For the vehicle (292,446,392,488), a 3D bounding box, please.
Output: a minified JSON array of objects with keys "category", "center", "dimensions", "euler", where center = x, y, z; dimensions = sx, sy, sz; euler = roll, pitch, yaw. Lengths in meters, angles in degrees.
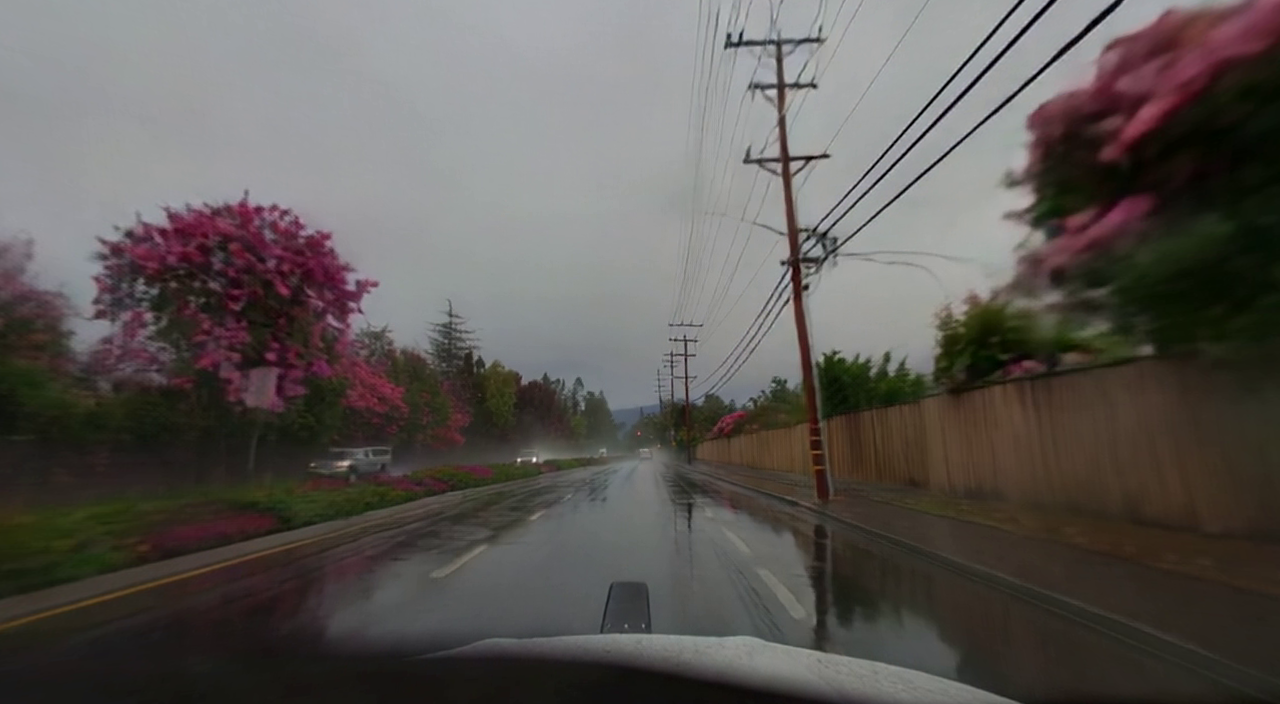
[{"category":"vehicle","center":[-15.299,5.918,32.847],"dimensions":[2.269,1.943,5.876],"euler":[-1,-8,1]}]
